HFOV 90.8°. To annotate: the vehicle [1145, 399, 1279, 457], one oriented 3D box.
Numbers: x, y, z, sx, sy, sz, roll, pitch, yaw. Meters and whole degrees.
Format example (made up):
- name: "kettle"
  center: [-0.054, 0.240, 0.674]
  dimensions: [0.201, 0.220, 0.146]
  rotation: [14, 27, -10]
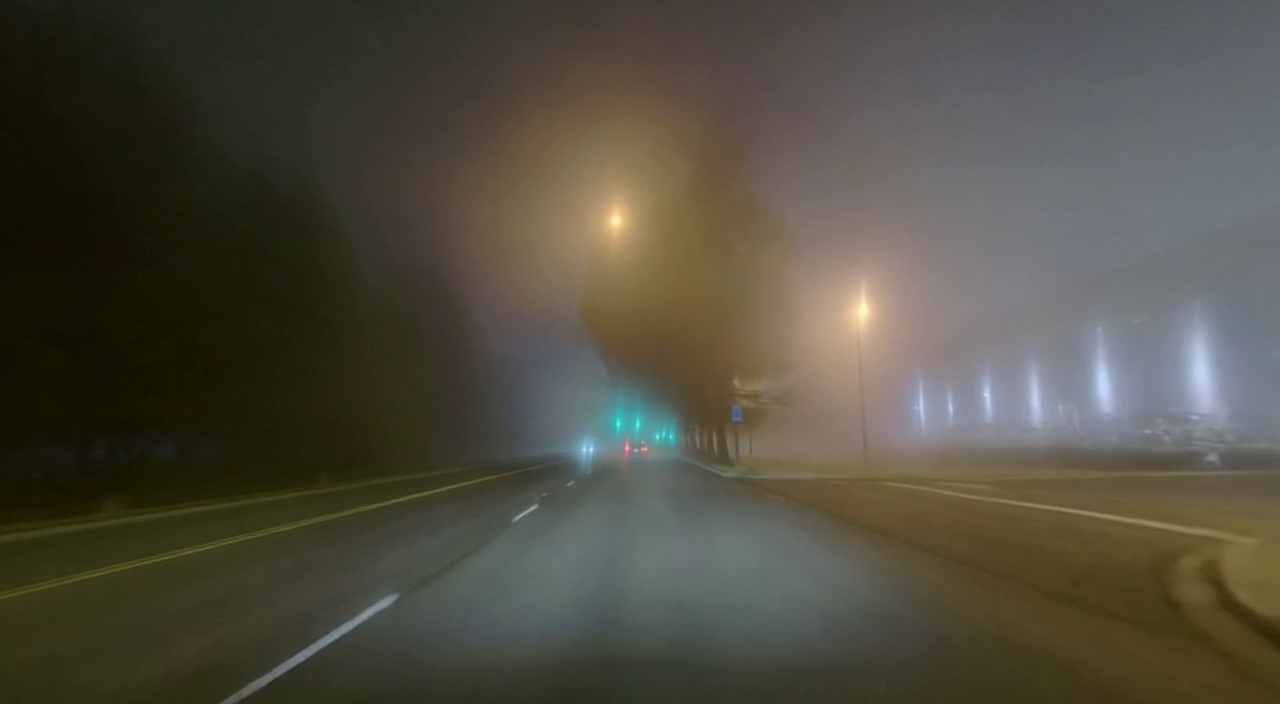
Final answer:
- name: "vehicle"
  center: [46.361, 5.616, 46.815]
  dimensions: [14.828, 4.062, 2.936]
  rotation: [-1, -8, 2]
